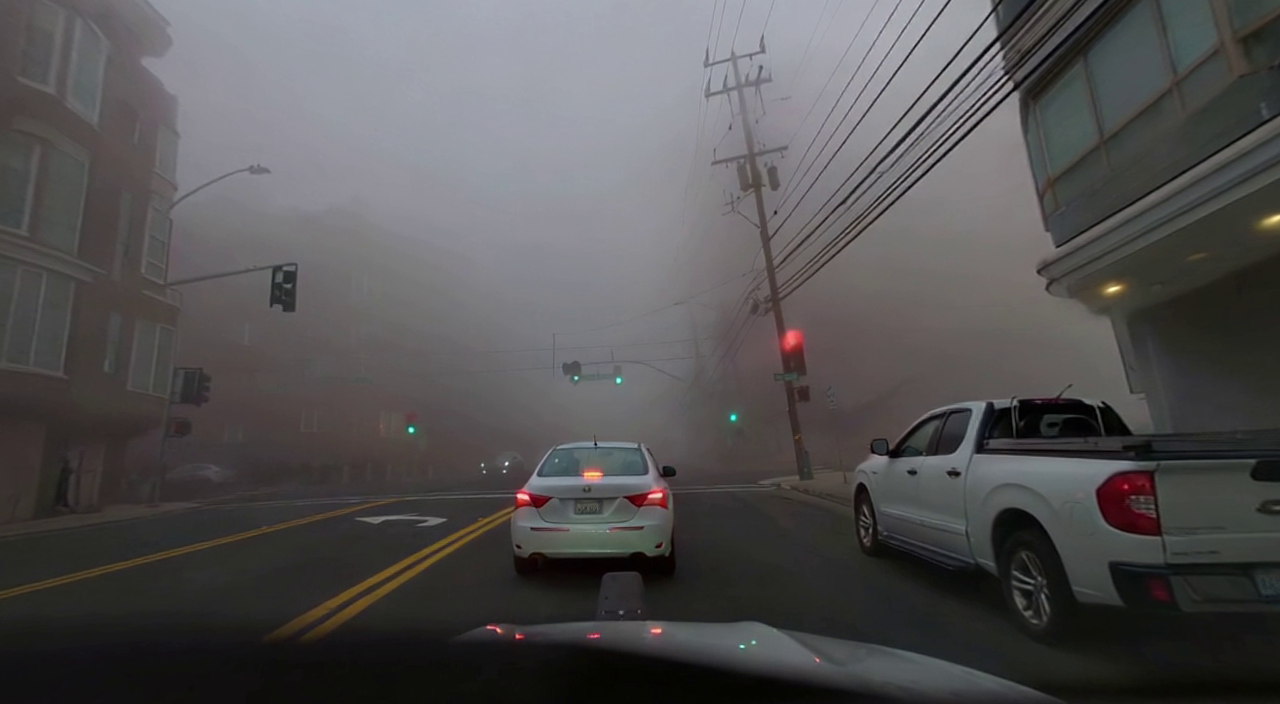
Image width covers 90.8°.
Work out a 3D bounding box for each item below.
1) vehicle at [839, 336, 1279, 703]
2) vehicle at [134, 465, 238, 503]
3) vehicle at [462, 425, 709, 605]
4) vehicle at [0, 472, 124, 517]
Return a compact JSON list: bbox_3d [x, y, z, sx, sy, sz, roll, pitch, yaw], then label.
[{"bbox_3d":[3.830,1.238,5.923,2.248,1.945,5.011,0,-8,0],"label":"vehicle"},{"bbox_3d":[-25.369,7.373,35.390,4.337,1.739,1.981,-4,-11,1],"label":"vehicle"},{"bbox_3d":[-0.484,1.649,7.325,2.019,1.453,4.129,0,-8,-1],"label":"vehicle"},{"bbox_3d":[-24.754,6.073,26.997,3.891,1.538,1.698,-5,-11,0],"label":"vehicle"}]
